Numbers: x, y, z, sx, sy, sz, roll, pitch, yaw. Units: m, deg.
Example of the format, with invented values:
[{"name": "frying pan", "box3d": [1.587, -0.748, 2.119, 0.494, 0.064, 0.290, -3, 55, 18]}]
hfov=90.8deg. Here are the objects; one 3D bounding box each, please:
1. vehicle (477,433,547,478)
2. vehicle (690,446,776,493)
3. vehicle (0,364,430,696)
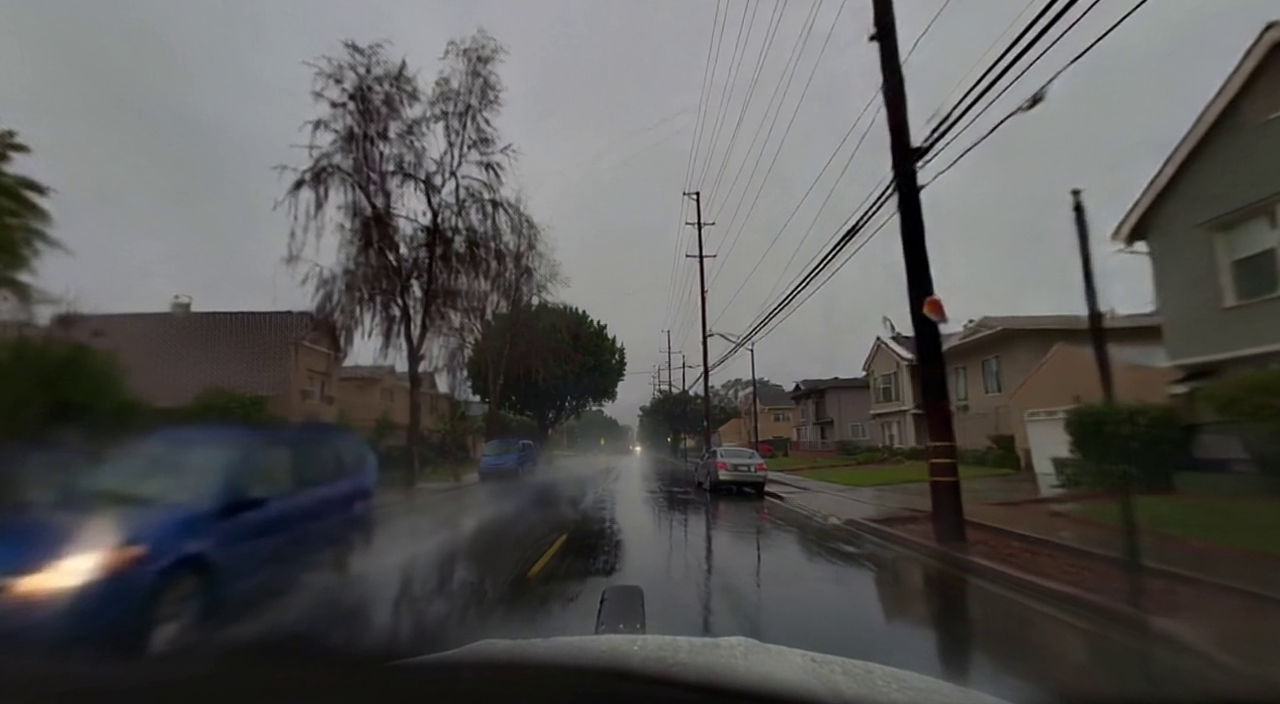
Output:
[{"name": "vehicle", "box3d": [-6.035, 4.952, 30.466, 2.263, 1.915, 5.071, -1, -8, 1]}, {"name": "vehicle", "box3d": [3.042, 3.947, 21.733, 1.944, 1.439, 4.500, 1, -8, -5]}, {"name": "vehicle", "box3d": [-3.819, 1.320, 5.865, 2.032, 1.836, 4.520, 0, -8, 2]}]
